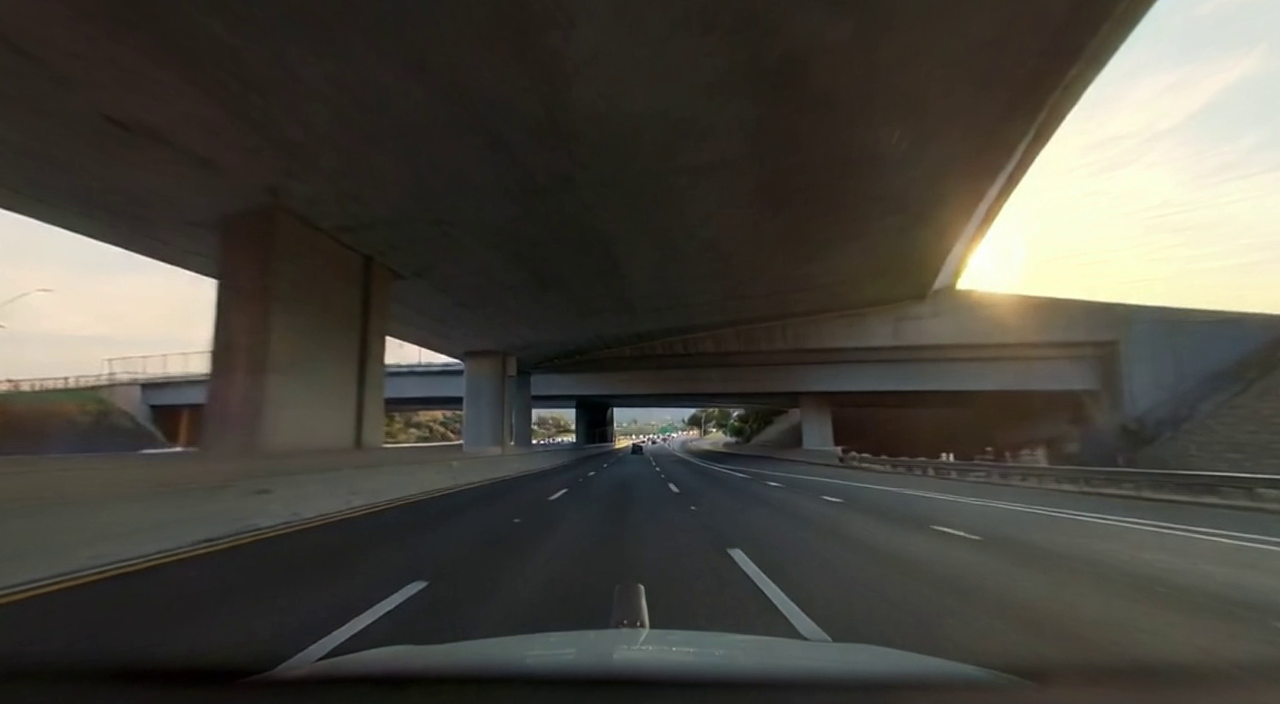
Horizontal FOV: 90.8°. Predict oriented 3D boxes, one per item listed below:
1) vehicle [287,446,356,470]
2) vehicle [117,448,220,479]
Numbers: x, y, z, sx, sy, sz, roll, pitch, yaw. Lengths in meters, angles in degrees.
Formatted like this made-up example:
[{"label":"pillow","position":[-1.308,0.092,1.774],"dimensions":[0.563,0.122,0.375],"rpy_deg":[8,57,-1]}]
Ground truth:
[{"label":"vehicle","position":[-20.814,6.919,41.540],"dimensions":[1.980,1.493,4.801],"rpy_deg":[0,-9,0]},{"label":"vehicle","position":[-24.159,5.705,32.631],"dimensions":[1.825,1.435,4.568],"rpy_deg":[0,-9,0]}]
